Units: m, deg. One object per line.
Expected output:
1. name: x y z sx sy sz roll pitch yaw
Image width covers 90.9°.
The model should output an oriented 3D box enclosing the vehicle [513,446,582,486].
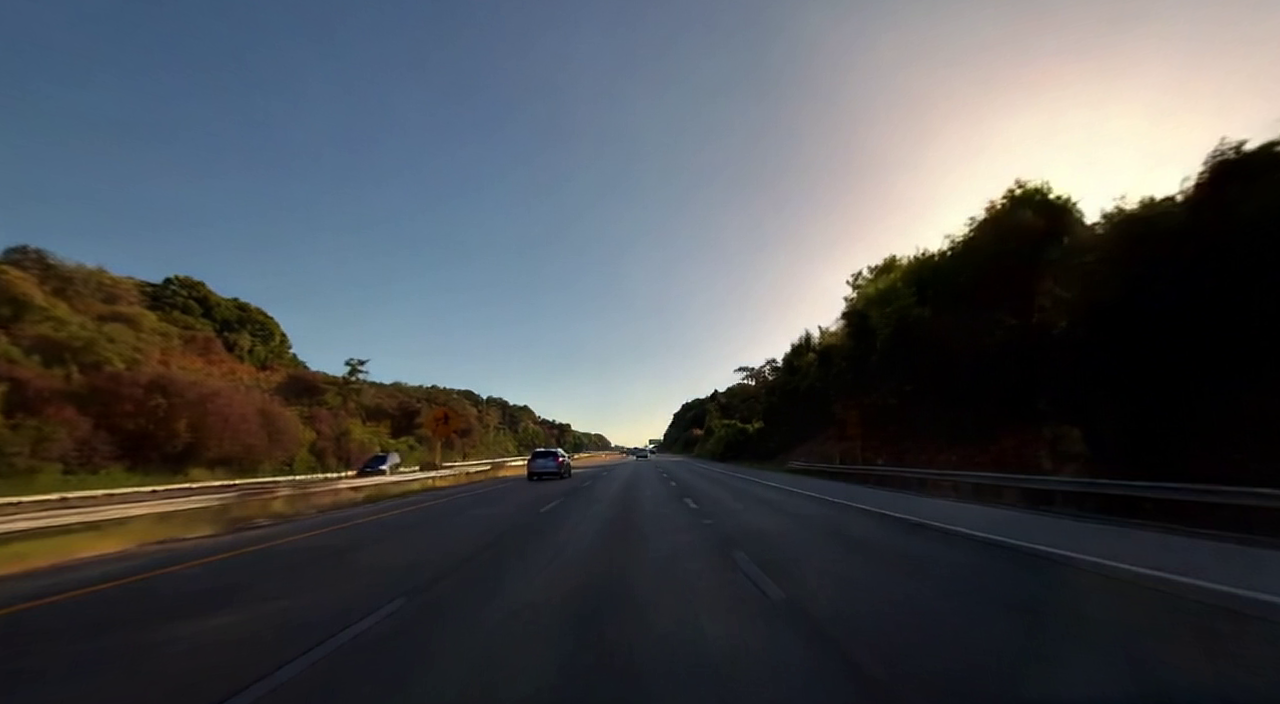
1. vehicle: -3.646 4.616 25.771 2.054 1.475 4.708 0 -9 1

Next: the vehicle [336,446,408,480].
1. vehicle: -16.260 6.753 38.502 2.323 1.901 4.737 0 -9 -1
